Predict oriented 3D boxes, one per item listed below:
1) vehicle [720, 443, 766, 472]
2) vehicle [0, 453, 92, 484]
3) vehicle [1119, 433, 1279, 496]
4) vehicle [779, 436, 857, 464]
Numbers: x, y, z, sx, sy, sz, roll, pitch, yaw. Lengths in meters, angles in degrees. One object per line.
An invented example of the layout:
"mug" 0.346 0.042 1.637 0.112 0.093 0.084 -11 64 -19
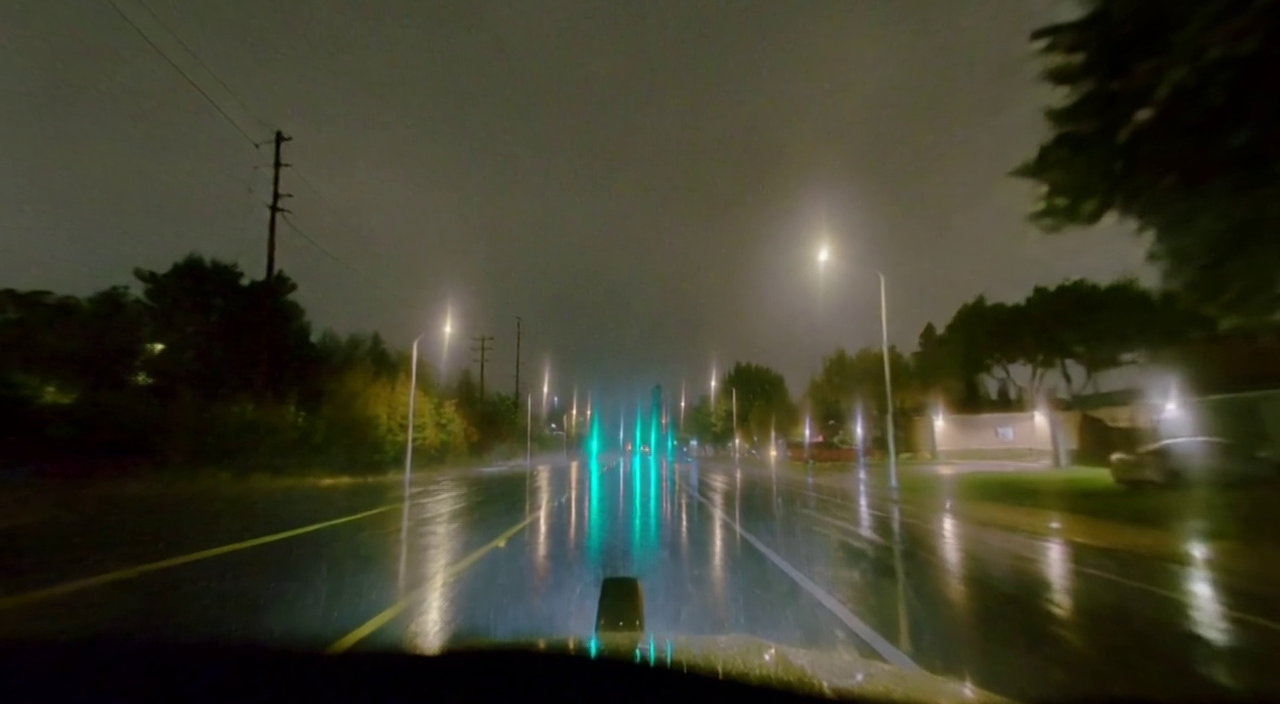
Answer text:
"vehicle" 6.573 6.774 40.742 2.043 1.747 4.680 0 -9 -2
"vehicle" -31.996 6.141 33.476 1.866 1.469 4.473 -1 -9 0
"vehicle" 15.142 2.902 16.471 3.709 1.509 1.873 -1 -9 0
"vehicle" 12.850 7.111 45.951 5.037 1.925 2.021 -1 -9 3
